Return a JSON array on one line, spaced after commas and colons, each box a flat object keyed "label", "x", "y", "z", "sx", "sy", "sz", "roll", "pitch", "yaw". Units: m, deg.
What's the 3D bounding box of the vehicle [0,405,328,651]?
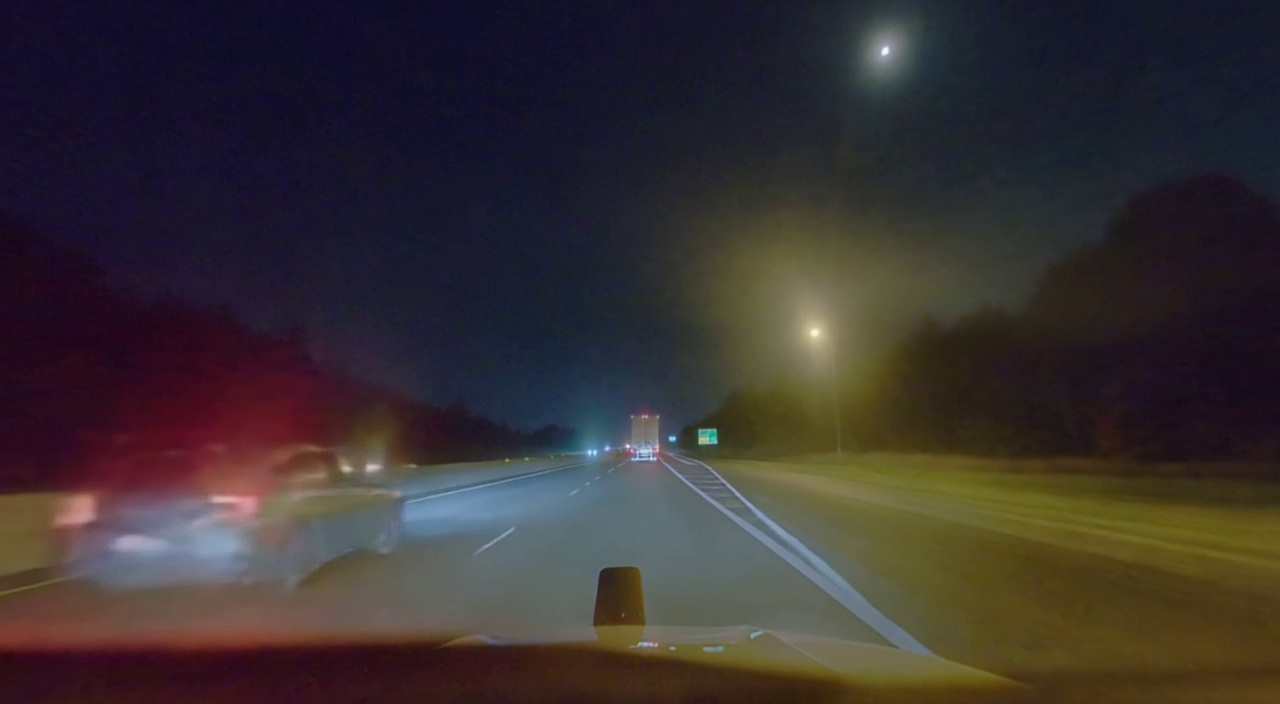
[{"label": "vehicle", "x": -5.283, "y": 1.467, "z": 5.997, "sx": 2.016, "sy": 1.636, "sz": 4.964, "roll": 0, "pitch": -9, "yaw": 1}]

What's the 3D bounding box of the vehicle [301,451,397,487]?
[{"label": "vehicle", "x": -13.101, "y": 5.261, "z": 28.772, "sx": 2.100, "sy": 1.468, "sz": 4.684, "roll": 0, "pitch": -9, "yaw": 1}]
